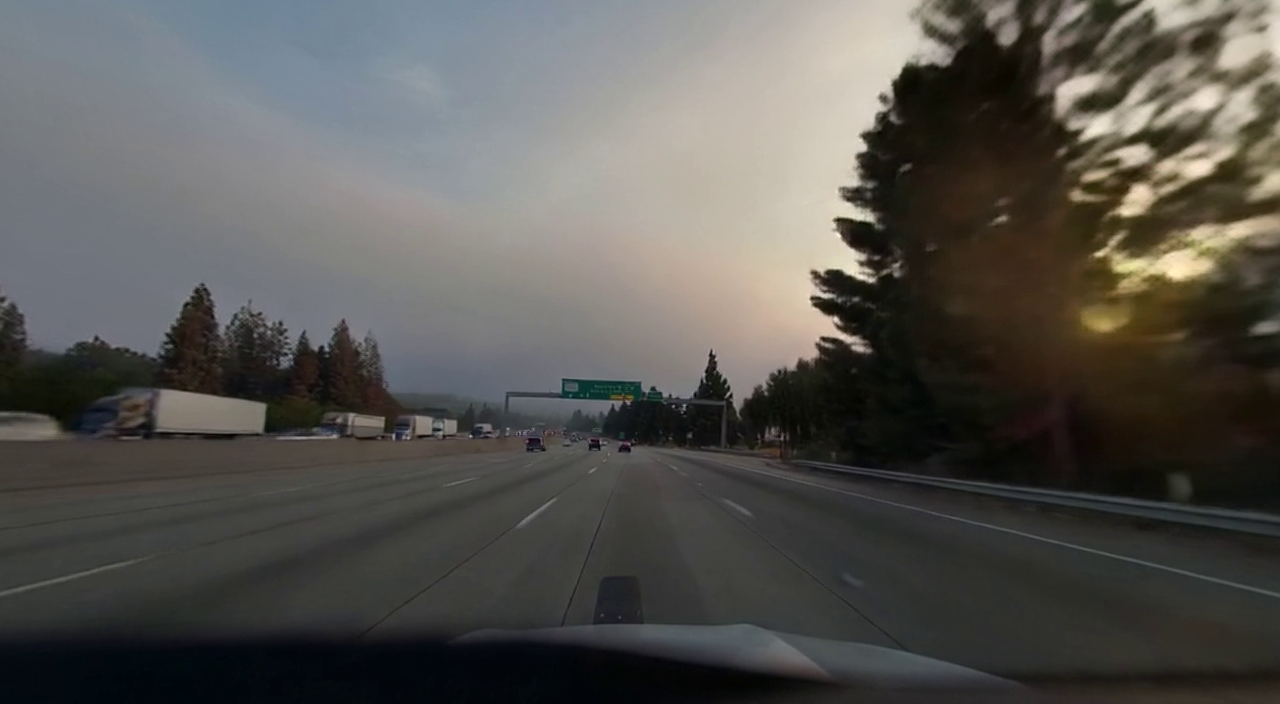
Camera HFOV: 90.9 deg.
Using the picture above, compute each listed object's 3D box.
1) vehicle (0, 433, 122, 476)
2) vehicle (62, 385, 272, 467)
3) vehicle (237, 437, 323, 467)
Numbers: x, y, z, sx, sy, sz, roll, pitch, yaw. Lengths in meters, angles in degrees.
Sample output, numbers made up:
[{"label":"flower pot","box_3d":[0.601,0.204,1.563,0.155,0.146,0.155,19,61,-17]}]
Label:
[{"label":"vehicle","box_3d":[-21.506,3.703,23.137,1.694,1.407,3.871,0,-8,-1]},{"label":"vehicle","box_3d":[-25.671,4.266,35.557,2.922,3.800,11.932,0,-8,-2]},{"label":"vehicle","box_3d":[-18.389,5.094,32.457,1.896,1.425,4.391,0,-8,-1]}]
